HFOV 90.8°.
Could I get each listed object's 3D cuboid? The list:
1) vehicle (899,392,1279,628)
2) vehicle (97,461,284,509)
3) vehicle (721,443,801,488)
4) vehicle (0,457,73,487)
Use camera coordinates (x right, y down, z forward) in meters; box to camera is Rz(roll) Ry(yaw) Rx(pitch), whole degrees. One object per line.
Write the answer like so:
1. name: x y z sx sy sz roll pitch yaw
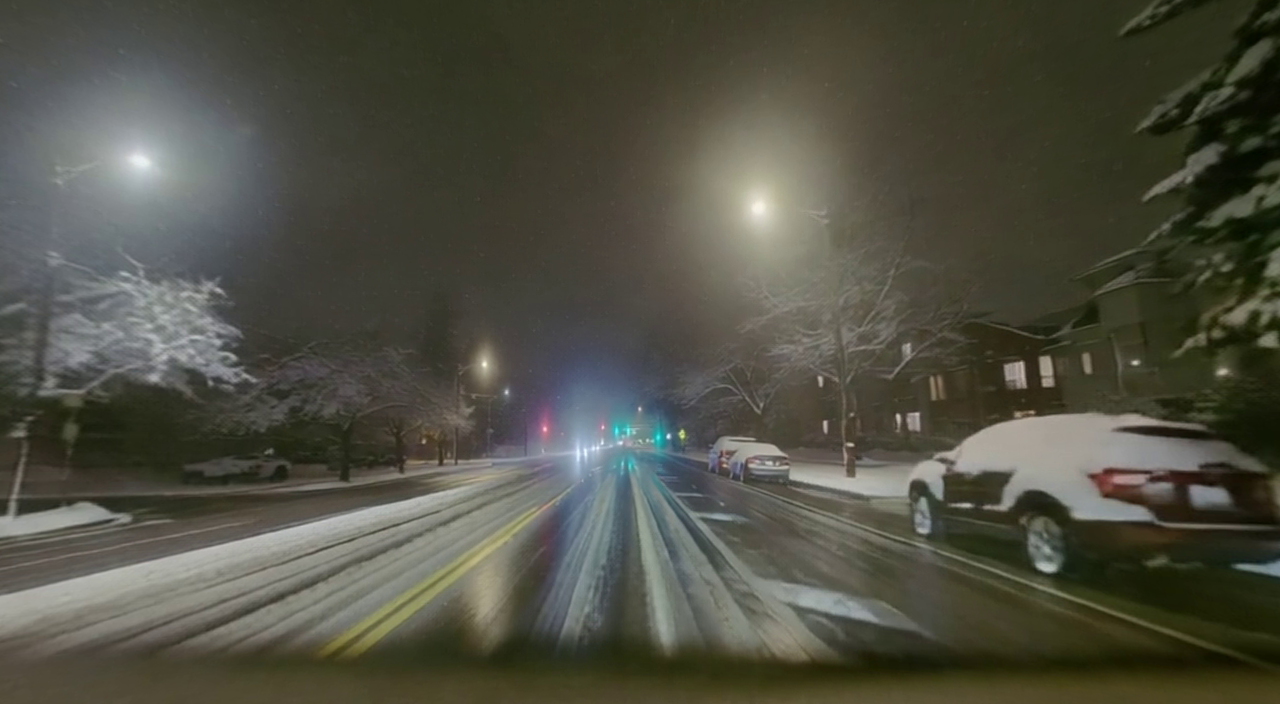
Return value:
1. vehicle: 4.767 1.479 6.870 2.028 1.731 4.241 0 -8 -1
2. vehicle: -15.555 4.616 22.119 4.826 1.491 2.086 1 -8 -4
3. vehicle: 4.269 4.052 22.966 1.935 1.433 4.241 0 -8 -2
4. vehicle: -37.427 7.196 38.074 4.414 1.651 1.912 5 -10 -31
